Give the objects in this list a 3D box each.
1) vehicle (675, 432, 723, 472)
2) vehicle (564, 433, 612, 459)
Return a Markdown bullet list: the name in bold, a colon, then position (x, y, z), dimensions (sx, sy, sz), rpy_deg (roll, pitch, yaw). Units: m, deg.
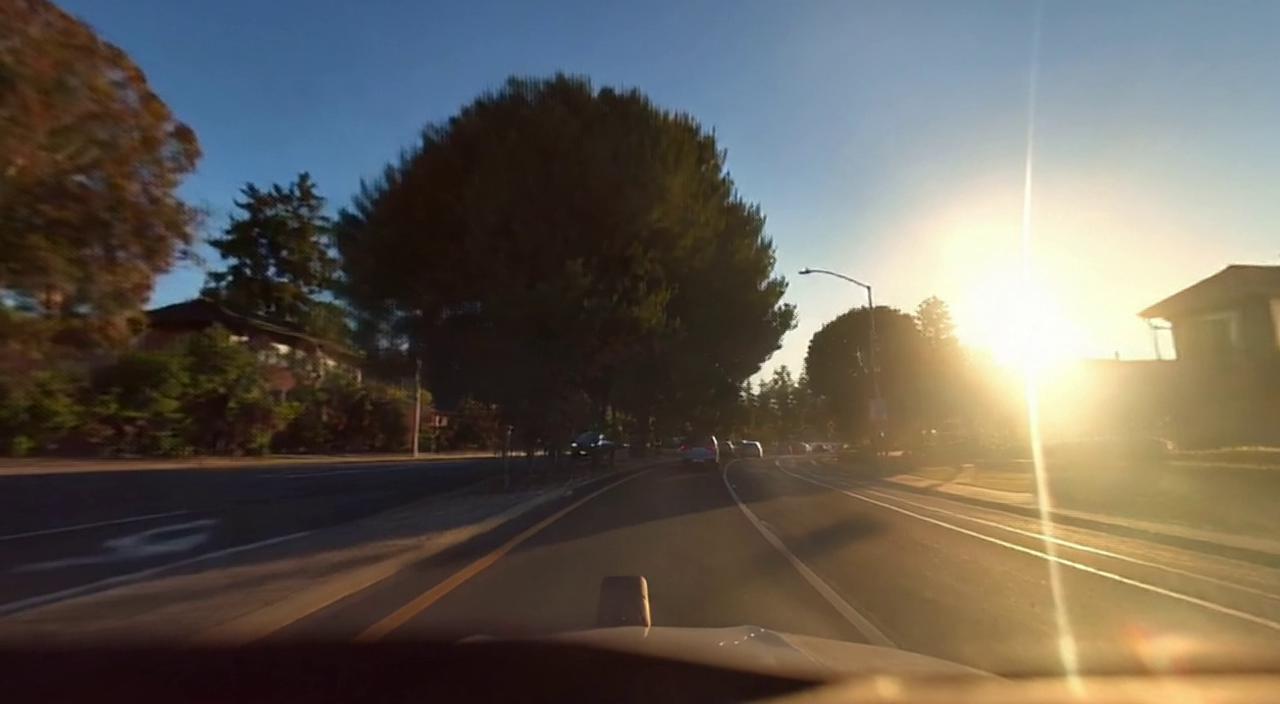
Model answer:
- **vehicle**: position (3.215, 5.311, 33.517), dimensions (2.072, 2.002, 4.391), rpy_deg (-2, -9, 11)
- **vehicle**: position (-3.905, 7.196, 47.947), dimensions (2.331, 1.838, 4.865), rpy_deg (-2, -9, 12)
